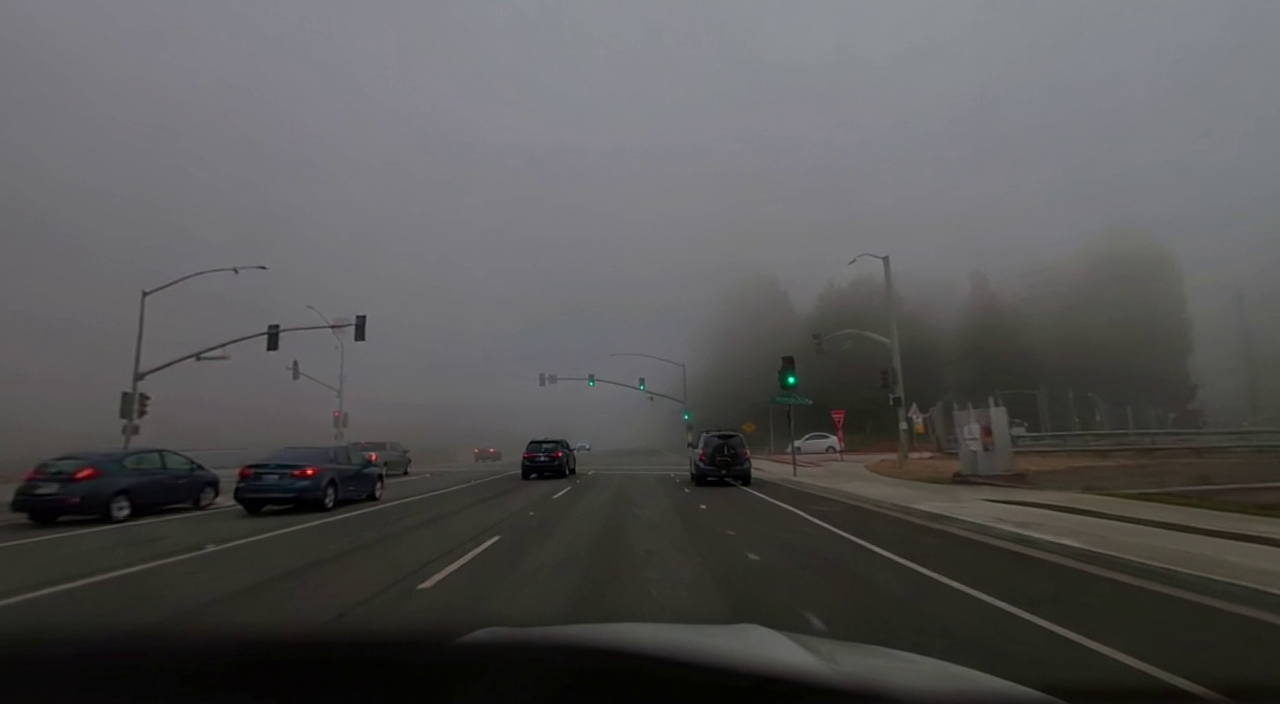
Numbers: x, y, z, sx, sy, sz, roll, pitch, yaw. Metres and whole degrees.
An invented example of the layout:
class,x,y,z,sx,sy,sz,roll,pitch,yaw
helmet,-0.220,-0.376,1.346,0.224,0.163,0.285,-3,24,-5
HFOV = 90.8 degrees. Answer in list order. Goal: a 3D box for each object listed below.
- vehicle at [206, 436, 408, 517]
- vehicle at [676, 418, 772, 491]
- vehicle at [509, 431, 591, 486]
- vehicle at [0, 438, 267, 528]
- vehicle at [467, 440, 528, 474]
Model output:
class,x,y,z,sx,sy,sz,roll,pitch,yaw
vehicle,-7.068,2.672,14.123,1.928,1.488,4.635,0,-8,1
vehicle,2.278,2.959,18.431,2.197,1.835,4.316,0,-9,0
vehicle,-2.895,3.532,21.242,2.121,1.654,3.993,0,-8,1
vehicle,-9.898,2.531,12.865,1.874,1.492,4.475,0,-9,0
vehicle,-6.704,4.959,30.099,1.993,1.492,3.666,0,-9,0
